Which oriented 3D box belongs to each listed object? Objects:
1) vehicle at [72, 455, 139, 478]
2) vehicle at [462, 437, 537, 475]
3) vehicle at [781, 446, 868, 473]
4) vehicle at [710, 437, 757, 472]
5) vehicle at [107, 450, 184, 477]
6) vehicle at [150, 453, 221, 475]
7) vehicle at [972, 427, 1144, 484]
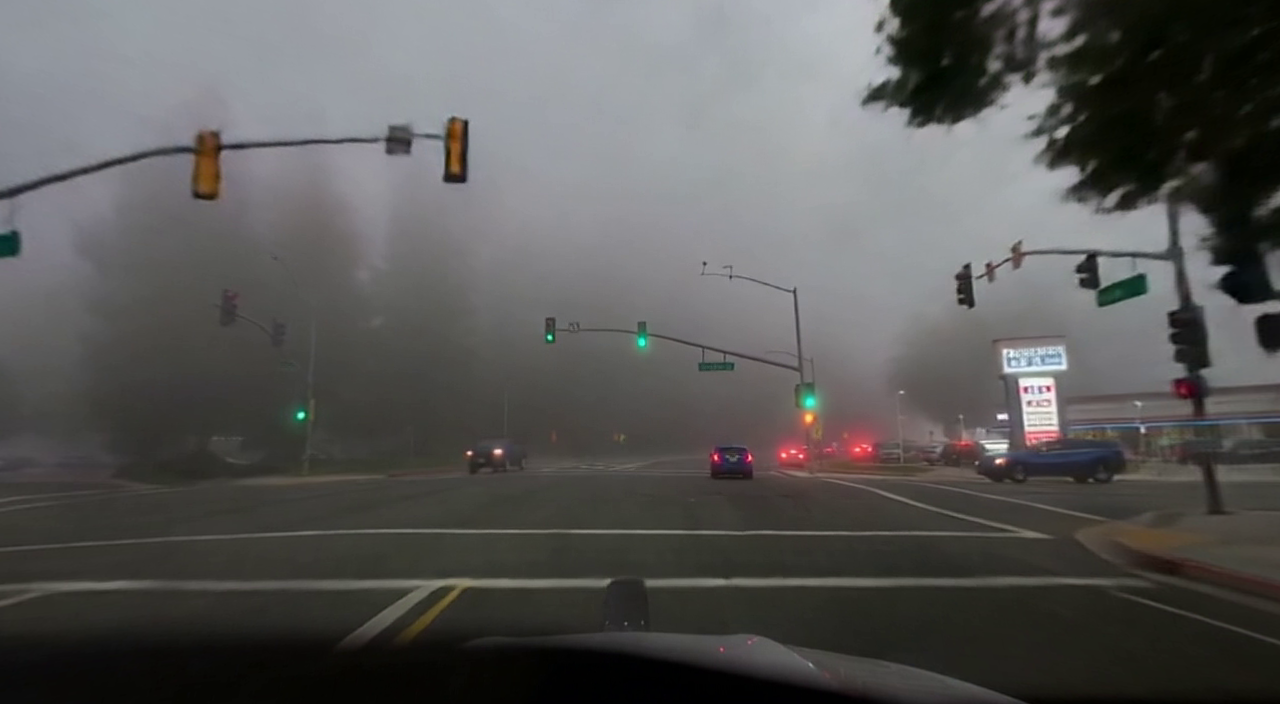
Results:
[{"bbox_3d":[-39.205,8.389,46.312,1.799,1.452,3.649,-2,-7,-1],"label":"vehicle"},{"bbox_3d":[-6.734,5.042,30.712,2.309,1.702,4.323,-1,-8,5],"label":"vehicle"},{"bbox_3d":[10.526,6.137,36.241,1.938,1.466,4.434,6,-10,-36],"label":"vehicle"},{"bbox_3d":[4.910,5.469,33.761,2.311,1.715,4.287,-1,-8,6],"label":"vehicle"},{"bbox_3d":[-36.277,8.179,46.401,2.122,1.801,4.427,0,-8,-1],"label":"vehicle"},{"bbox_3d":[-33.786,8.328,47.011,1.802,1.442,4.601,0,-8,2],"label":"vehicle"},{"bbox_3d":[15.244,3.789,23.218,4.713,1.969,2.201,0,-8,-2],"label":"vehicle"}]
